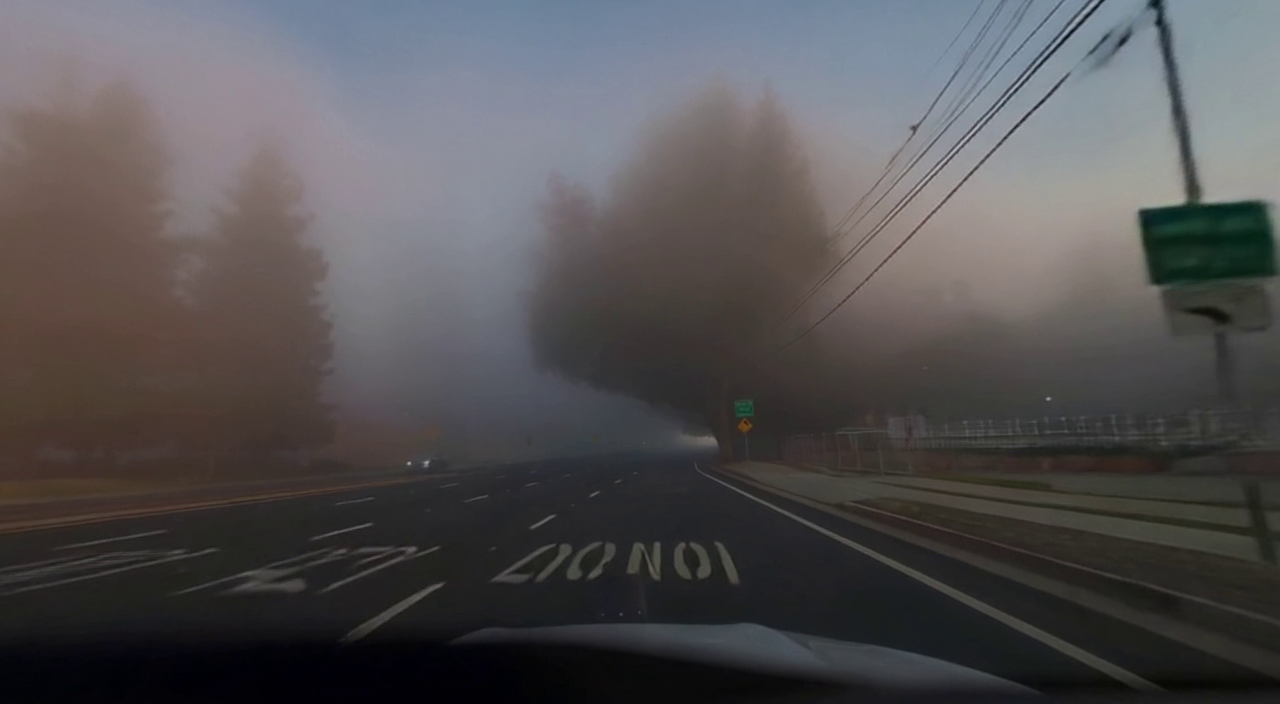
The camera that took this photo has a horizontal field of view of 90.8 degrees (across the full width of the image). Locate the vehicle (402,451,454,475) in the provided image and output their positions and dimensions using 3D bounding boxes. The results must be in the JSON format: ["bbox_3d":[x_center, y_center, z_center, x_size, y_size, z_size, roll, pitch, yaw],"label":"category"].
[{"bbox_3d":[-14.390,7.519,43.142,1.887,1.478,4.471,0,-8,1],"label":"vehicle"}]
